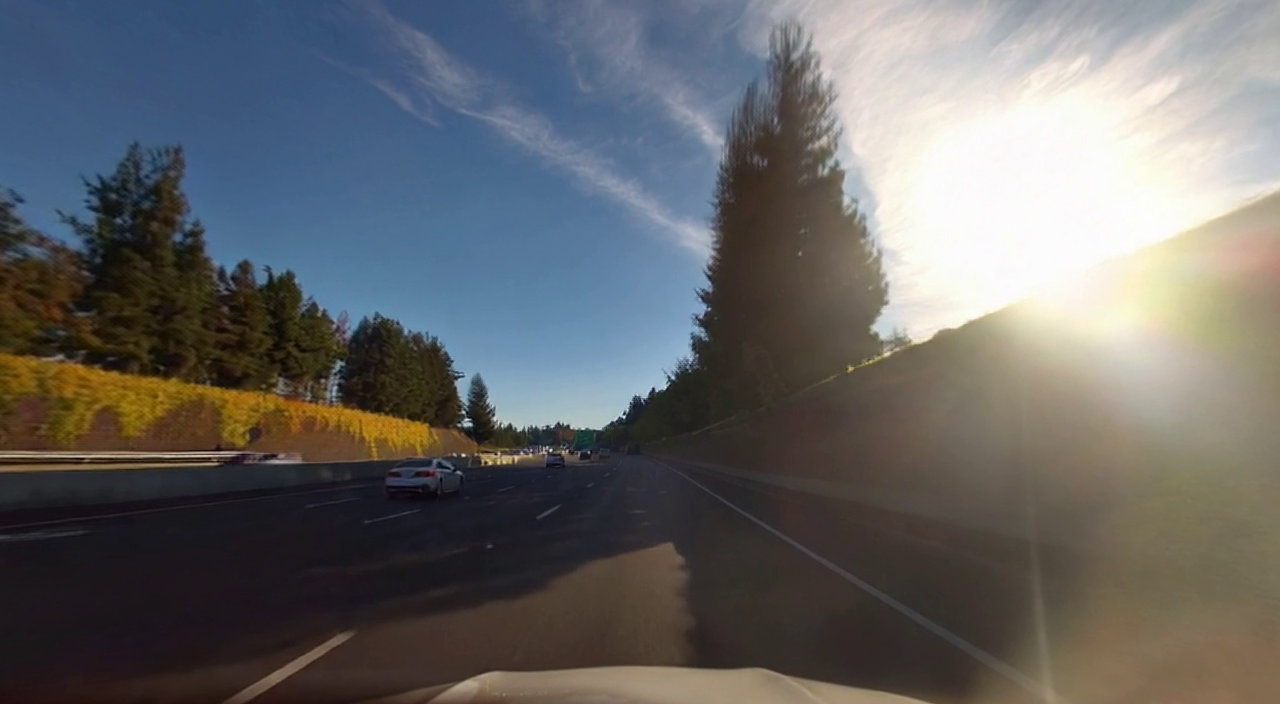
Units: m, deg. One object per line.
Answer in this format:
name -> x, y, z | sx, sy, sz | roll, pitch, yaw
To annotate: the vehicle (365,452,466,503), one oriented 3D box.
vehicle -> -7.044, 3.942, 20.197 | 1.782, 1.441, 3.751 | 0, -9, 1
